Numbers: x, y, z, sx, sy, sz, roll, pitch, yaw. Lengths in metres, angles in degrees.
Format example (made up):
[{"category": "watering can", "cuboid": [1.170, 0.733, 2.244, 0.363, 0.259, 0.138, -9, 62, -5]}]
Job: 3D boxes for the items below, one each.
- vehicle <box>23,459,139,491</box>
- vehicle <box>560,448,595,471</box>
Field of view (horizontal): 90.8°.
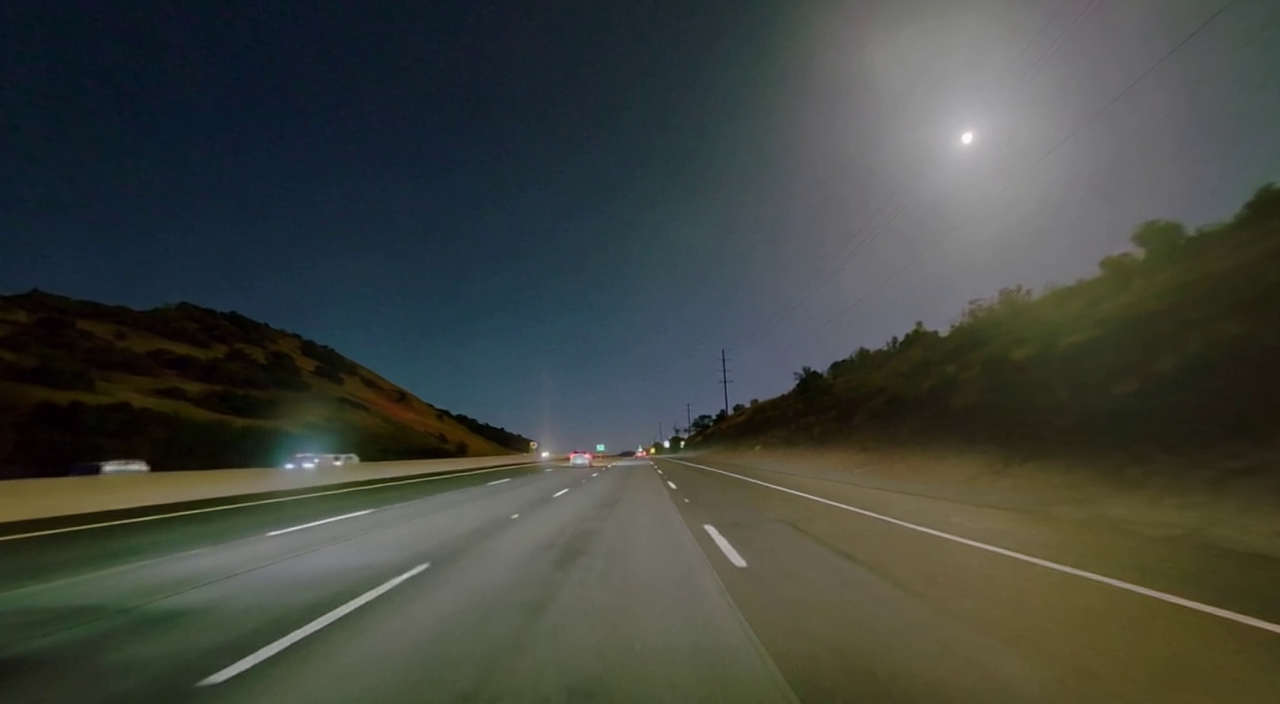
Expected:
[{"category": "vehicle", "cuboid": [-29.619, 6.518, 33.738, 1.852, 1.474, 4.749, 0, -9, 0]}, {"category": "vehicle", "cuboid": [-4.207, 7.286, 43.020, 1.924, 1.511, 4.079, 0, -9, 0]}]
